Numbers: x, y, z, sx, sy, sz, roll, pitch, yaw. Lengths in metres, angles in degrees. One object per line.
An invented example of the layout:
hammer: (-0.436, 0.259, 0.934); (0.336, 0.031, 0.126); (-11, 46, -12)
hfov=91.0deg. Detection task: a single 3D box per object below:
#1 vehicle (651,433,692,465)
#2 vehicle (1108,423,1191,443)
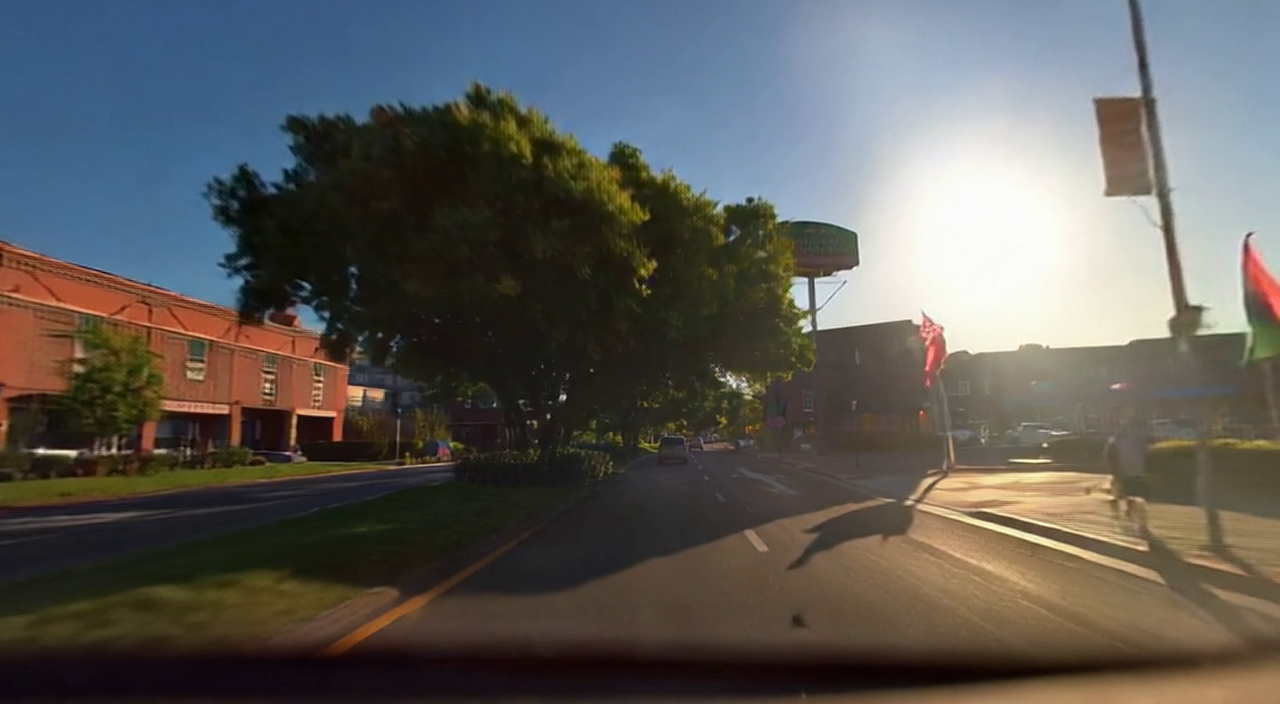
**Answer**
vehicle: (1.962, 5.844, 38.010); (2.235, 1.719, 4.292); (1, -8, 5)
vehicle: (39.442, 6.321, 48.802); (4.637, 1.477, 1.823); (-1, -8, 5)
